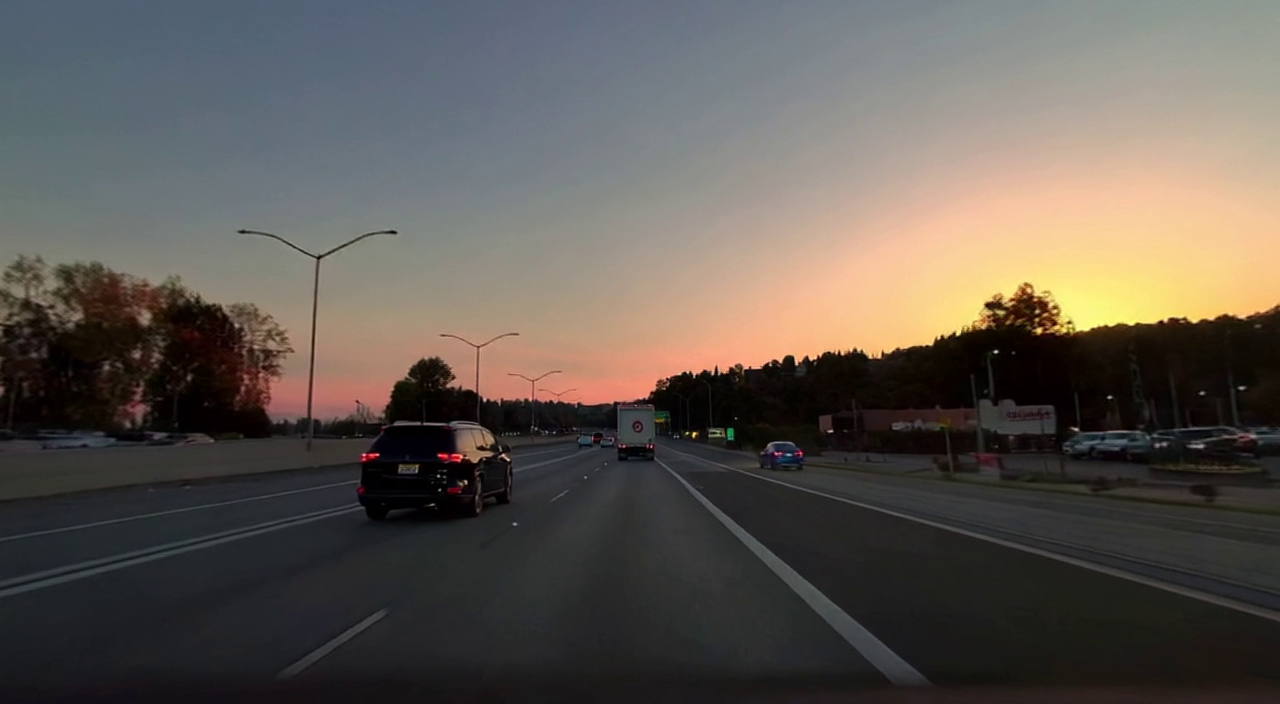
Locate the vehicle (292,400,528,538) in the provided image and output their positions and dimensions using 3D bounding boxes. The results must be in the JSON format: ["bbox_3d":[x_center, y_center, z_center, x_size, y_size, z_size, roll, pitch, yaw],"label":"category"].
[{"bbox_3d":[-3.510,1.930,10.895,2.178,1.826,4.933,0,-9,1],"label":"vehicle"}]

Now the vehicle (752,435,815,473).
[{"bbox_3d":[6.824,4.898,30.325,1.958,1.681,4.109,0,-9,-2],"label":"vehicle"}]
